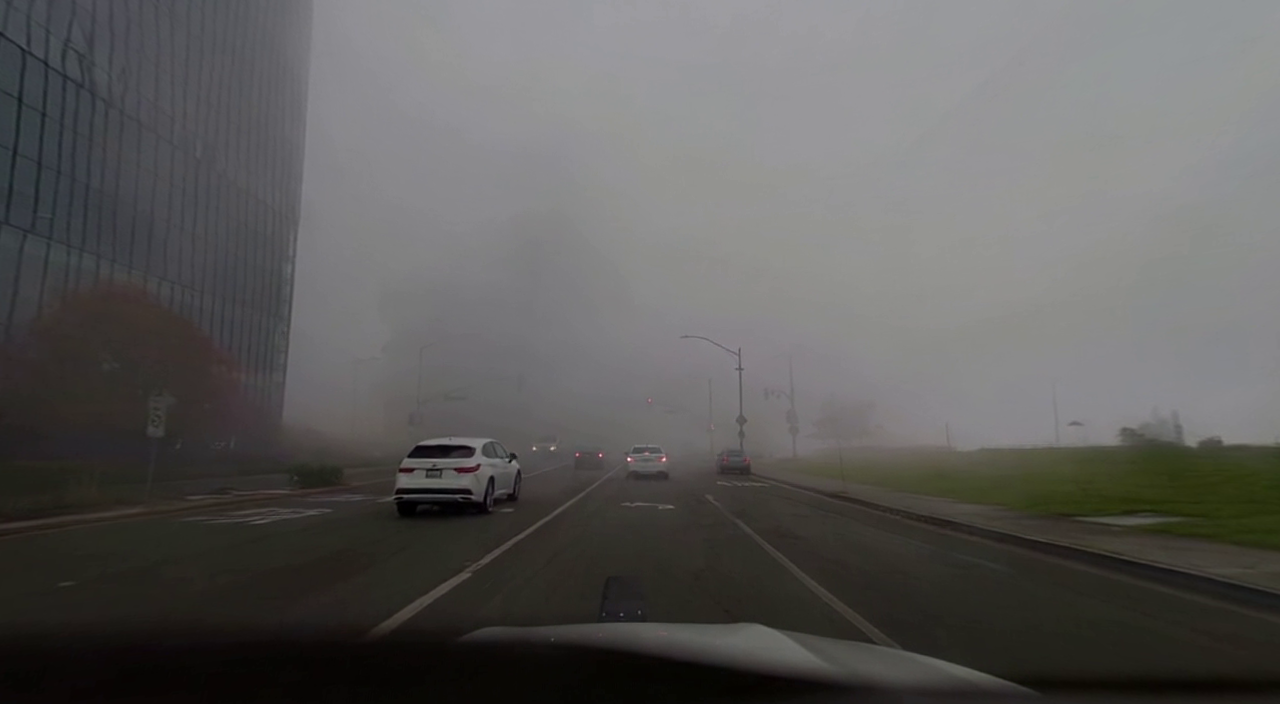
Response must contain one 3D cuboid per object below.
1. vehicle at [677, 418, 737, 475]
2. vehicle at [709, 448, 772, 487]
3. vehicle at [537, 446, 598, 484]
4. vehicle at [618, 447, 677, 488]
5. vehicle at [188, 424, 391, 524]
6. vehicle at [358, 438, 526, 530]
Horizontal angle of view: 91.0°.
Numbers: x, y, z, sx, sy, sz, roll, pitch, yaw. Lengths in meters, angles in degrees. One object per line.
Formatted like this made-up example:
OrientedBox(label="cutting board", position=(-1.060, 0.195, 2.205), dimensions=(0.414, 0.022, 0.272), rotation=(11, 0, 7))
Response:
OrientedBox(label="vehicle", position=(4.310, 6.518, 43.540), dimensions=(3.074, 3.316, 12.953), rotation=(0, -9, 1))
OrientedBox(label="vehicle", position=(4.225, 4.898, 27.149), dimensions=(1.940, 1.514, 4.187), rotation=(0, -9, -1))
OrientedBox(label="vehicle", position=(-3.069, 4.888, 27.627), dimensions=(2.044, 1.508, 4.479), rotation=(0, -9, 1))
OrientedBox(label="vehicle", position=(0.290, 4.631, 25.725), dimensions=(2.174, 1.509, 4.374), rotation=(0, -9, 0))
OrientedBox(label="vehicle", position=(-7.052, 2.475, 13.266), dimensions=(1.902, 1.765, 3.973), rotation=(0, -9, 1))
OrientedBox(label="vehicle", position=(-3.706, 2.538, 12.713), dimensions=(1.933, 1.520, 4.195), rotation=(0, -9, 1))
